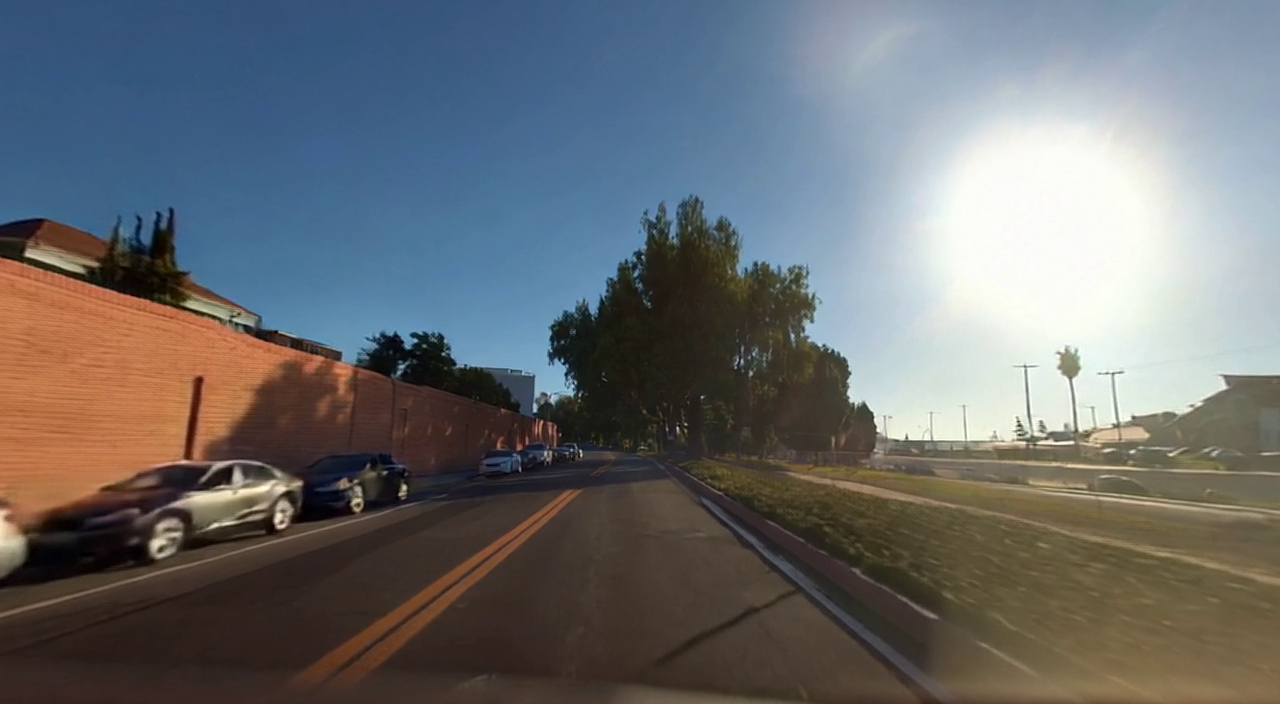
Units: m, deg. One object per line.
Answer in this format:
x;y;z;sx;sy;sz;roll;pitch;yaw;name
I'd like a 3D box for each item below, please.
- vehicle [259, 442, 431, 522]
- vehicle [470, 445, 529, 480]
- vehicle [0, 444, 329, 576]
-6.755;2.977;15.171;1.929;1.491;4.642;3;-8;-1;vehicle
-6.999;5.523;31.856;1.989;1.485;4.218;1;-8;0;vehicle
-6.763;2.182;9.673;1.760;1.434;4.471;1;-8;-1;vehicle
